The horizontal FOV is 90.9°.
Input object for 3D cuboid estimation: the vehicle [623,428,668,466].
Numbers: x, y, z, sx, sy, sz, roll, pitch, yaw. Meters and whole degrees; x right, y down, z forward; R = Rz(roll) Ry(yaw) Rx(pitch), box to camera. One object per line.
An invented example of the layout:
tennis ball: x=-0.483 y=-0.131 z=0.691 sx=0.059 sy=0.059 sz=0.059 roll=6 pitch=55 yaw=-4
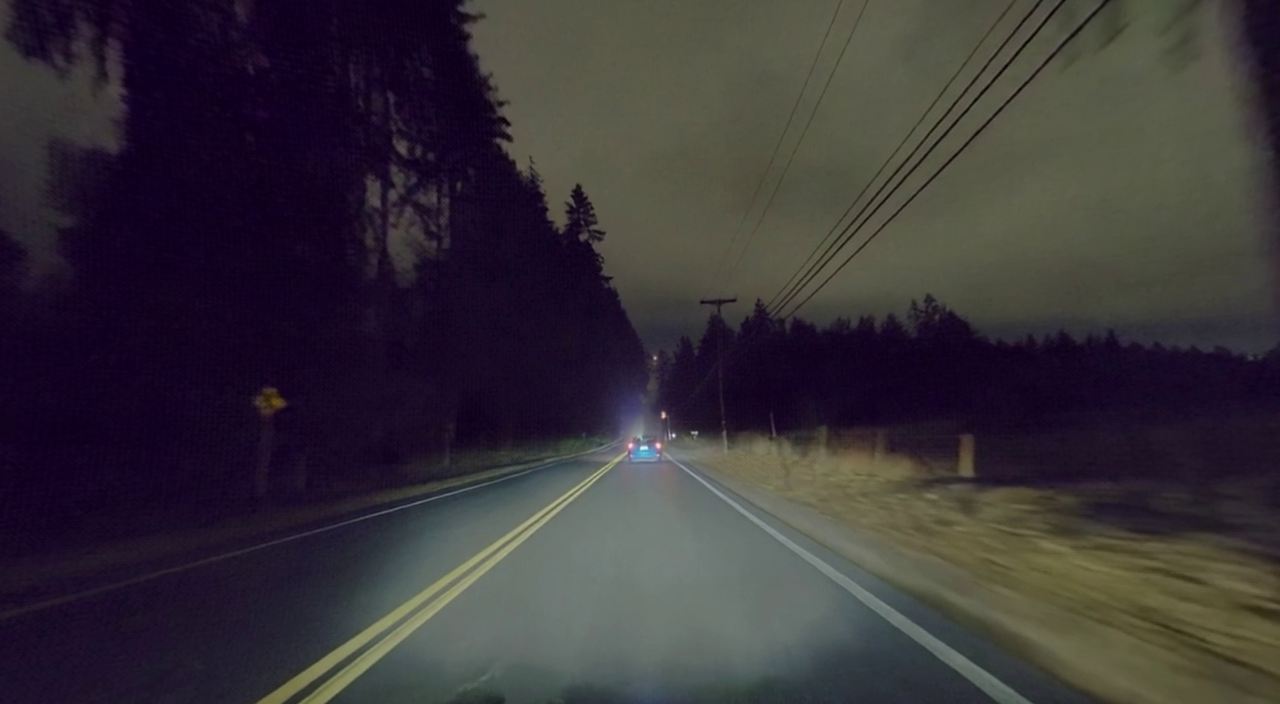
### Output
vehicle: x=0.299 y=5.582 z=37.038 sx=2.468 sy=2.056 sz=4.422 roll=0 pitch=-8 yaw=0
